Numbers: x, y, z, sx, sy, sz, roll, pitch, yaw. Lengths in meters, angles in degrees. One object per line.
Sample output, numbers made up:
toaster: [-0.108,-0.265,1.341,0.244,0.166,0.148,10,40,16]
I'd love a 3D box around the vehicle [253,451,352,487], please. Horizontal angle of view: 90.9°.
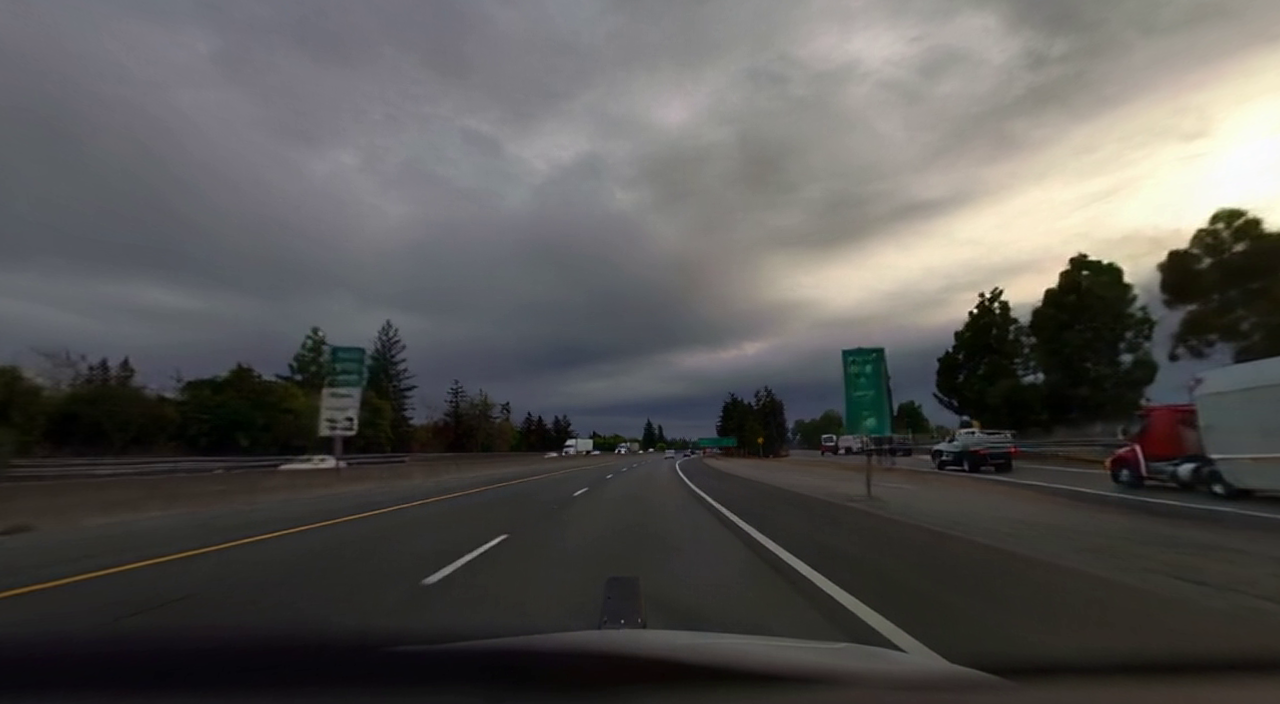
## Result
vehicle: [-15.758,5.456,29.738,1.922,1.483,4.676,-1,-9,2]
